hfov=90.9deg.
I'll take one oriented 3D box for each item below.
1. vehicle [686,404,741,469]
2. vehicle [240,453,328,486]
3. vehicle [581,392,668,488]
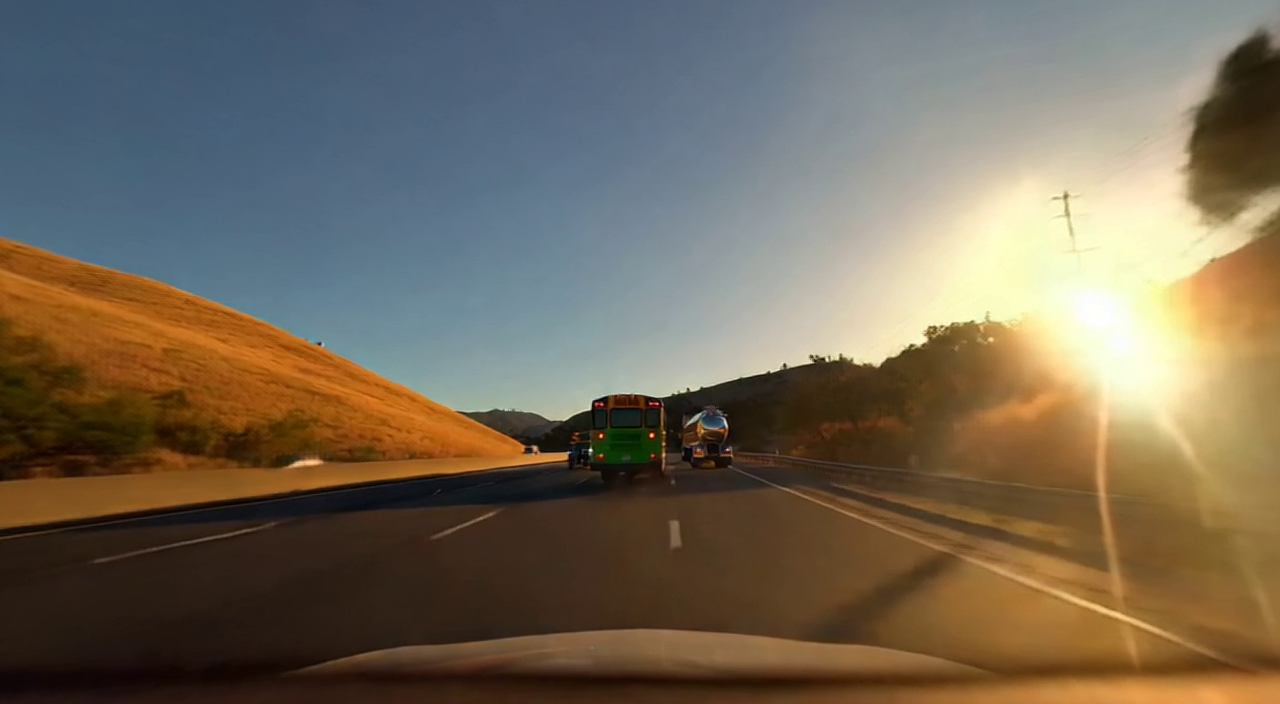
[{"bbox_3d":[4.479,5.388,39.835,2.716,3.705,7.018,0,-9,1],"label":"vehicle"},{"bbox_3d":[-17.879,5.893,31.905,1.842,1.482,4.133,-1,-8,3],"label":"vehicle"},{"bbox_3d":[-0.295,3.796,27.066,2.948,3.265,10.569,0,-8,3],"label":"vehicle"}]
